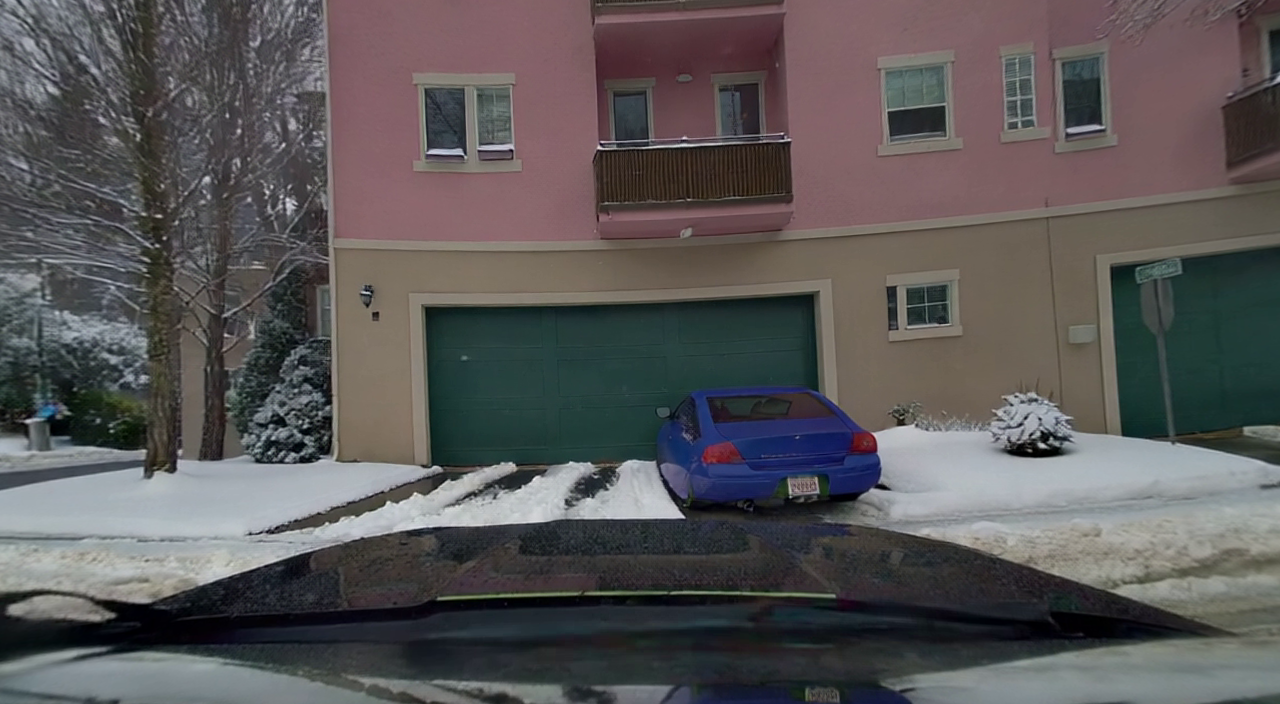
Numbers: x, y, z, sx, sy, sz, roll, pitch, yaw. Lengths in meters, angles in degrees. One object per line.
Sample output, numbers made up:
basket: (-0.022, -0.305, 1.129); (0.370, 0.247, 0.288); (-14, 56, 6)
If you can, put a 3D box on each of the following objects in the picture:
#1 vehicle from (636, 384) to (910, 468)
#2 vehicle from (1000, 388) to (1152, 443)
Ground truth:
vehicle: (2.287, 1.409, 11.840); (4.697, 1.444, 1.825); (0, -8, -1)
vehicle: (15.668, 2.312, 22.821); (3.905, 1.475, 2.057); (-6, -7, -4)
